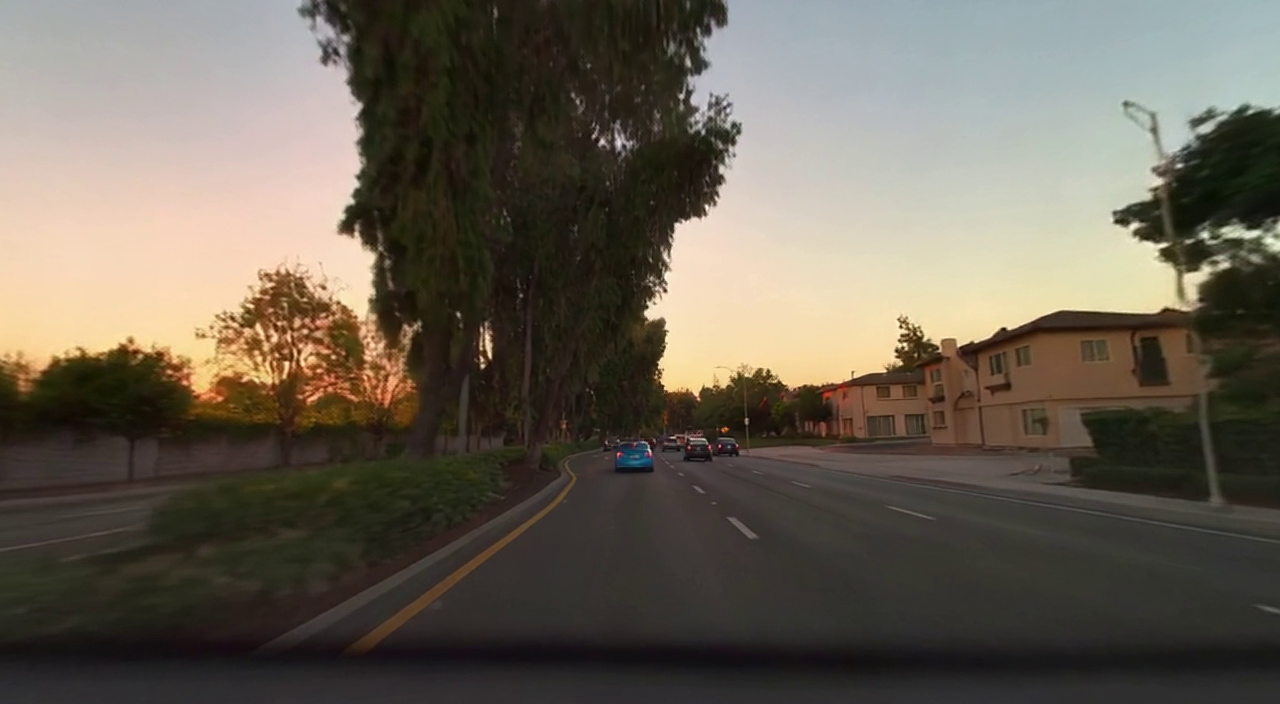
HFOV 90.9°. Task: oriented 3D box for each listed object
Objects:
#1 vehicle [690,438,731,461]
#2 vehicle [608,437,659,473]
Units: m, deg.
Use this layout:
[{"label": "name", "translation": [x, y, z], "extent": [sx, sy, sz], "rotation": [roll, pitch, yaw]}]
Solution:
[{"label": "vehicle", "translation": [4.779, 6.689, 43.395], "extent": [2.067, 1.514, 4.188], "rotation": [0, -8, -4]}, {"label": "vehicle", "translation": [-0.266, 4.532, 27.973], "extent": [2.102, 1.481, 3.907], "rotation": [0, -8, 0]}]
